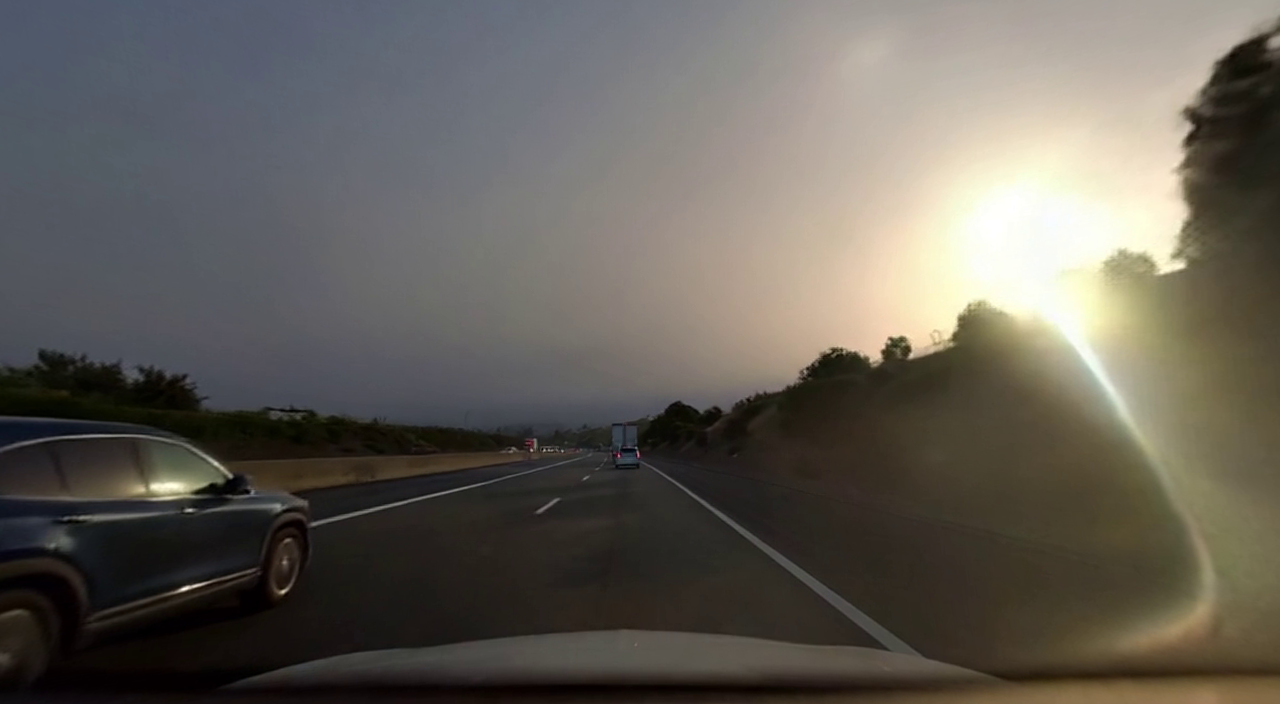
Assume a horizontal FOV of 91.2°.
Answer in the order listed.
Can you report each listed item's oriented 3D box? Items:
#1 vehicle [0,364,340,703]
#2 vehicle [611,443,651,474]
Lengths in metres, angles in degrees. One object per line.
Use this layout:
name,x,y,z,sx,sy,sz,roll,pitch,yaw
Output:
vehicle,-3.979,1.019,3.616,2.181,1.653,4.691,0,-9,0
vehicle,-0.530,6.299,37.240,2.230,1.715,4.243,0,-9,-1
